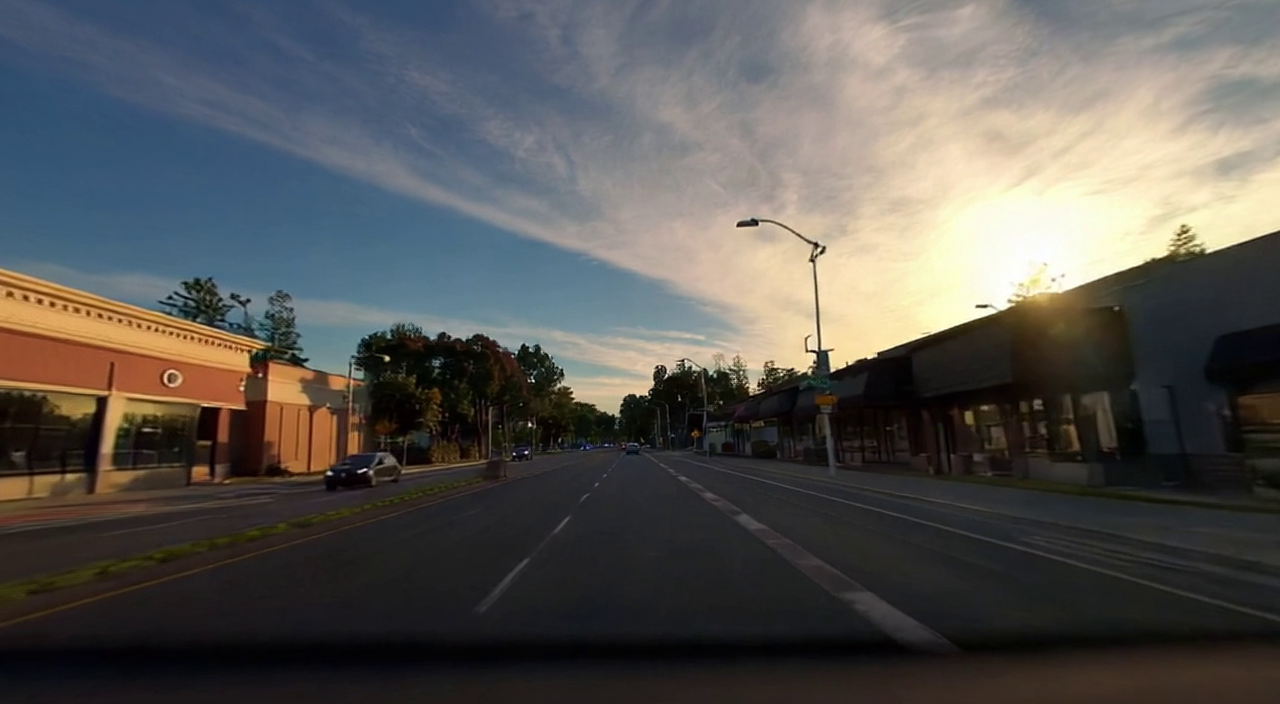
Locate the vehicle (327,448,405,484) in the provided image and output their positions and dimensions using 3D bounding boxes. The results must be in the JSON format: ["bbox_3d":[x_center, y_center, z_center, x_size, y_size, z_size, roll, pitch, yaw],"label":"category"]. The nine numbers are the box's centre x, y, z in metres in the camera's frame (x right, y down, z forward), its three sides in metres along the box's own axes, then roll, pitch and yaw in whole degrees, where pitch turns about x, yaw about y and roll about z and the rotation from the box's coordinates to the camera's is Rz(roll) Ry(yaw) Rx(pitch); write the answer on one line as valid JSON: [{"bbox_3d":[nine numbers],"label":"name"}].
[{"bbox_3d":[-15.082,6.281,35.111,2.043,1.797,4.919,-1,-8,1],"label":"vehicle"}]
